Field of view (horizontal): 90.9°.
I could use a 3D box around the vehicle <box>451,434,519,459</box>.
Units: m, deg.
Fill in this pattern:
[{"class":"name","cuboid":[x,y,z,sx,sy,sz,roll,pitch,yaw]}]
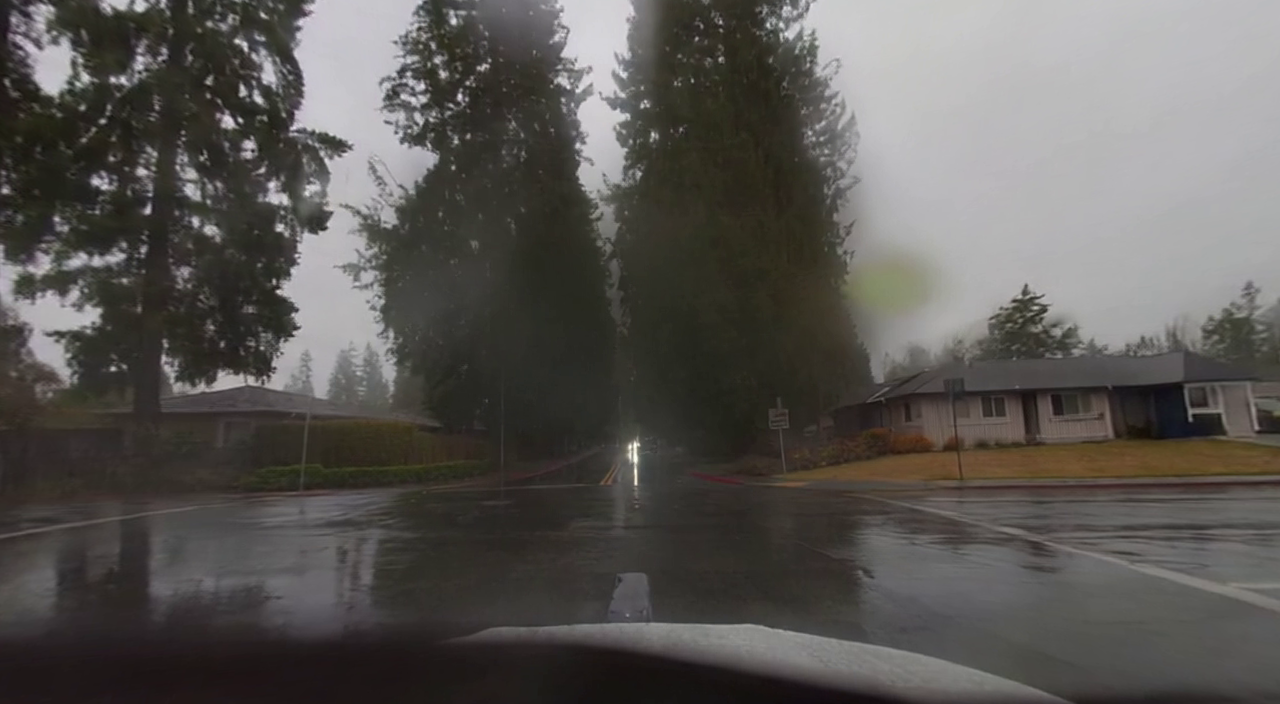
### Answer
[{"class":"vehicle","cuboid":[-11.672,7.123,47.544,4.622,1.782,1.836,0,-8,1]}]
